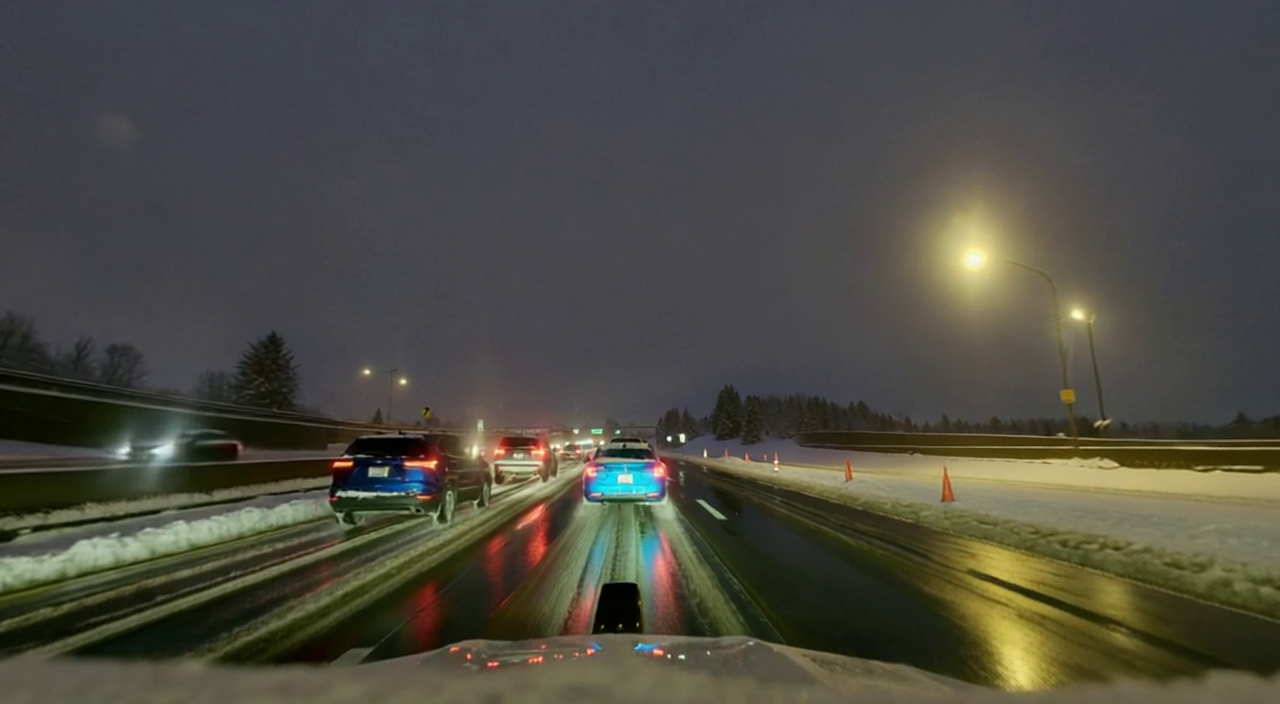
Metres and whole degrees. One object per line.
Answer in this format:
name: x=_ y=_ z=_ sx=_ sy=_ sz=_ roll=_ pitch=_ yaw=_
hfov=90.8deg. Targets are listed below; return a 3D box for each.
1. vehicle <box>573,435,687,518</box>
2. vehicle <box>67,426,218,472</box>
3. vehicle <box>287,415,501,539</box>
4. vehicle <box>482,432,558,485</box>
vehicle: x=-0.247 y=2.562 z=13.542 sx=2.069 sy=1.484 sz=3.982 roll=0 pitch=-9 yaw=-2
vehicle: x=-17.784 y=3.511 z=22.936 sx=1.869 sy=1.516 sz=4.480 roll=0 pitch=-9 yaw=-1
vehicle: x=-3.885 y=2.056 z=10.922 sx=2.025 sy=1.708 sz=4.089 roll=0 pitch=-9 yaw=0
vehicle: x=-4.186 y=3.781 z=22.665 sx=1.982 sy=1.727 sz=4.057 roll=0 pitch=-9 yaw=-1
